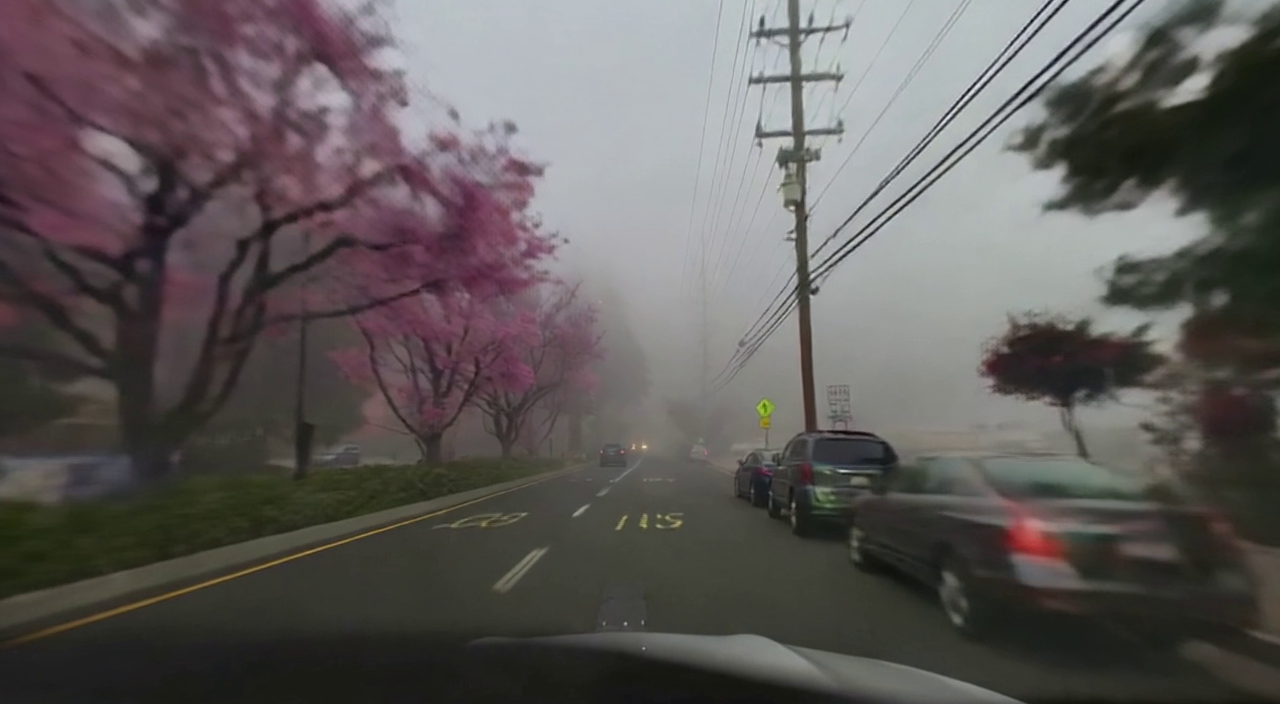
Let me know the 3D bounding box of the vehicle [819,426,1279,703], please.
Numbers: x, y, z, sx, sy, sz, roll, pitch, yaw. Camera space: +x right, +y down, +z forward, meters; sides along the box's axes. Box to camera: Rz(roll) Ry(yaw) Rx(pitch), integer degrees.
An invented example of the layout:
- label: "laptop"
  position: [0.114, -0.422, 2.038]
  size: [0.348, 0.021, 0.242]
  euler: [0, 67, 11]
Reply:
- label: "vehicle"
  position: [3.273, 1.485, 5.702]
  size: [1.851, 1.486, 4.879]
  euler: [-2, -8, 0]

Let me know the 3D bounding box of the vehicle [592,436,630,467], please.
- label: "vehicle"
  position: [-1.891, 6.732, 42.758]
  size: [2.202, 1.961, 4.980]
  euler: [0, -9, 1]

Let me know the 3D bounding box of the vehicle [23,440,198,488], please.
- label: "vehicle"
  position: [-22.610, 4.784, 27.244]
  size: [5.252, 1.925, 2.061]
  euler: [3, -9, -20]
